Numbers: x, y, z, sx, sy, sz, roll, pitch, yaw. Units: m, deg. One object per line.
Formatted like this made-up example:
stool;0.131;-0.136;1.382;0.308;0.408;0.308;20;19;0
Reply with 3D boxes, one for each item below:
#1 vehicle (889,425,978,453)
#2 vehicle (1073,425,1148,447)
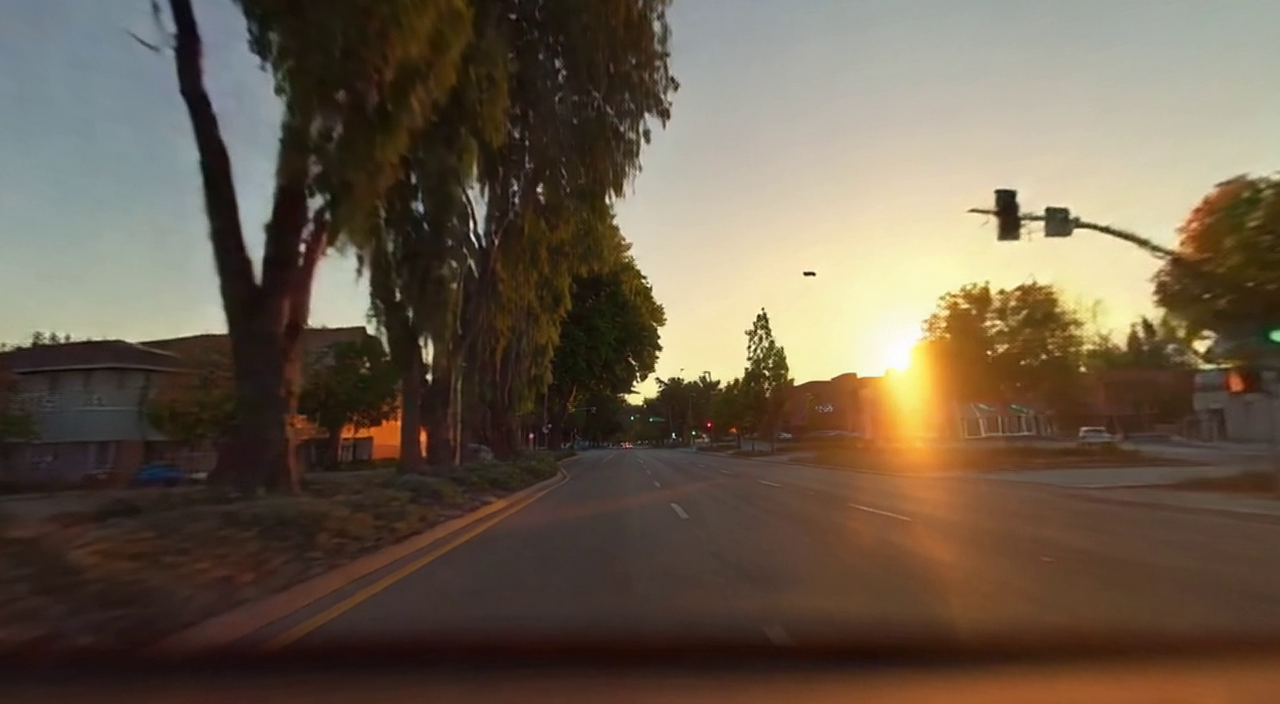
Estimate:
vehicle;18.753;5.588;40.471;4.688;1.658;1.950;0;-9;-1
vehicle;32.165;5.799;43.354;1.716;1.424;4.210;0;-9;-3
